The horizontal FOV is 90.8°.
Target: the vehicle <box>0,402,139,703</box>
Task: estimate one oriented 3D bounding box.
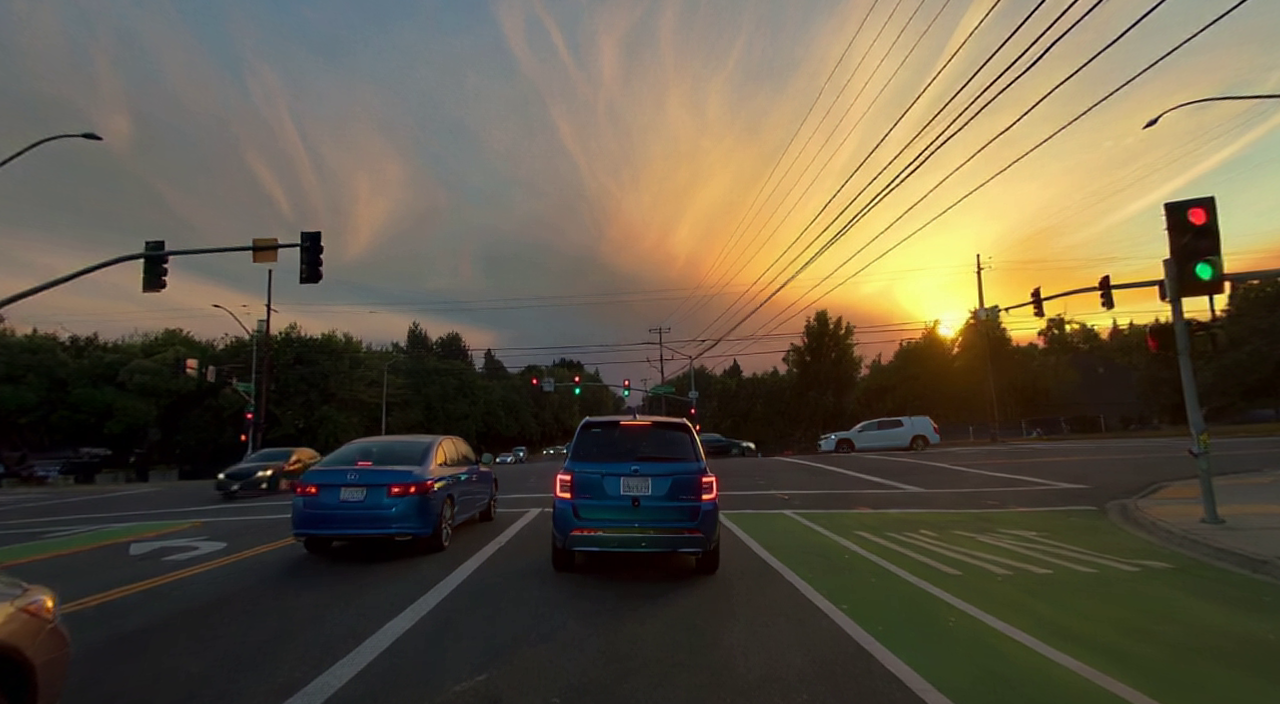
[{"bbox_3d":[-3.350,0.659,0.441,1.928,1.488,4.936,0,-8,0],"label":"vehicle"}]

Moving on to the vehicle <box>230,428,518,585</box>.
[{"bbox_3d":[-2.934,1.768,8.007,1.969,1.486,3.702,0,-8,1],"label":"vehicle"}]

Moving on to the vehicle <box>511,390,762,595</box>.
[{"bbox_3d":[-0.062,1.520,7.606,2.182,1.773,4.041,0,-8,-1],"label":"vehicle"}]

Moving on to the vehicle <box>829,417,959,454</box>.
[{"bbox_3d":[13.840,4.605,34.820,6.143,1.944,2.229,-1,-8,5],"label":"vehicle"}]
